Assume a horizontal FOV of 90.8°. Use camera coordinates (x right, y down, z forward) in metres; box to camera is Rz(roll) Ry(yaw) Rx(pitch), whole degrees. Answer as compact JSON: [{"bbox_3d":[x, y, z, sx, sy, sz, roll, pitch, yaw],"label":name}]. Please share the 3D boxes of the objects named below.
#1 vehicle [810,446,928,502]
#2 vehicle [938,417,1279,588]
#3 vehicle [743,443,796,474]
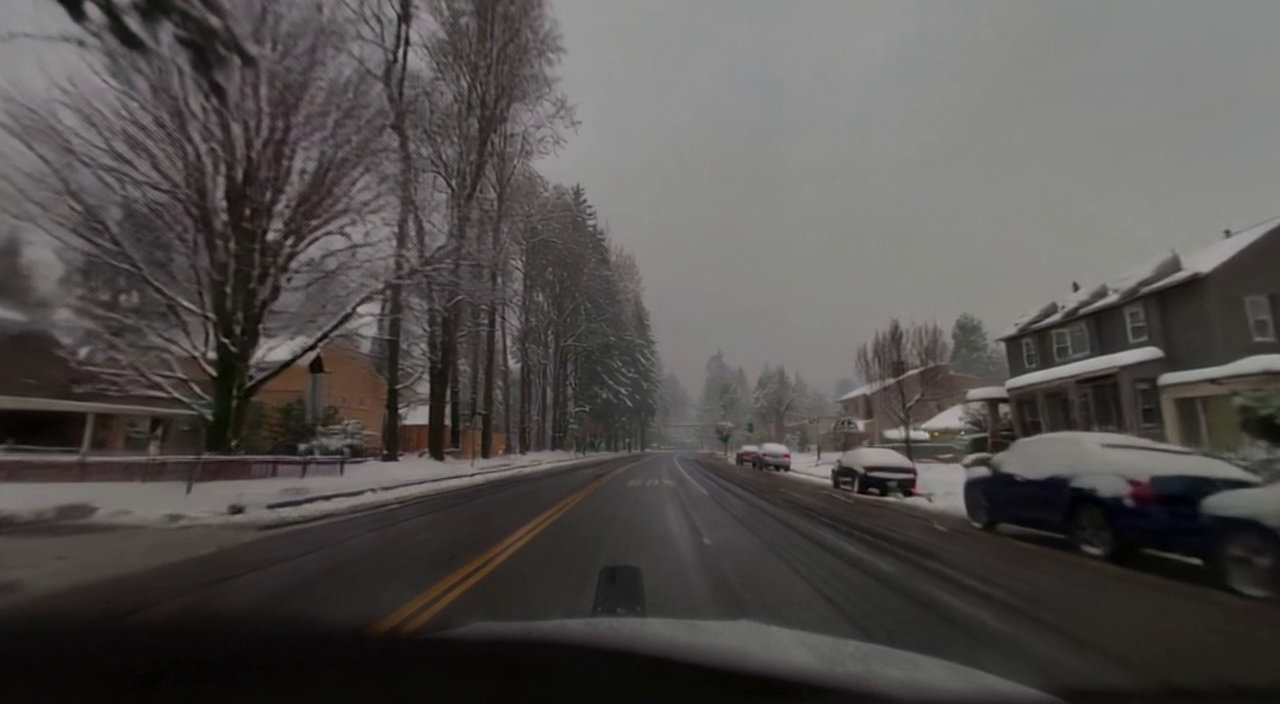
[{"bbox_3d":[6.712,3.589,19.063,1.913,1.479,4.209,0,-9,-1],"label":"vehicle"},{"bbox_3d":[6.371,1.888,8.836,2.116,1.732,4.569,0,-9,-1],"label":"vehicle"},{"bbox_3d":[6.953,5.771,34.365,1.893,1.543,4.434,0,-9,-1],"label":"vehicle"}]
